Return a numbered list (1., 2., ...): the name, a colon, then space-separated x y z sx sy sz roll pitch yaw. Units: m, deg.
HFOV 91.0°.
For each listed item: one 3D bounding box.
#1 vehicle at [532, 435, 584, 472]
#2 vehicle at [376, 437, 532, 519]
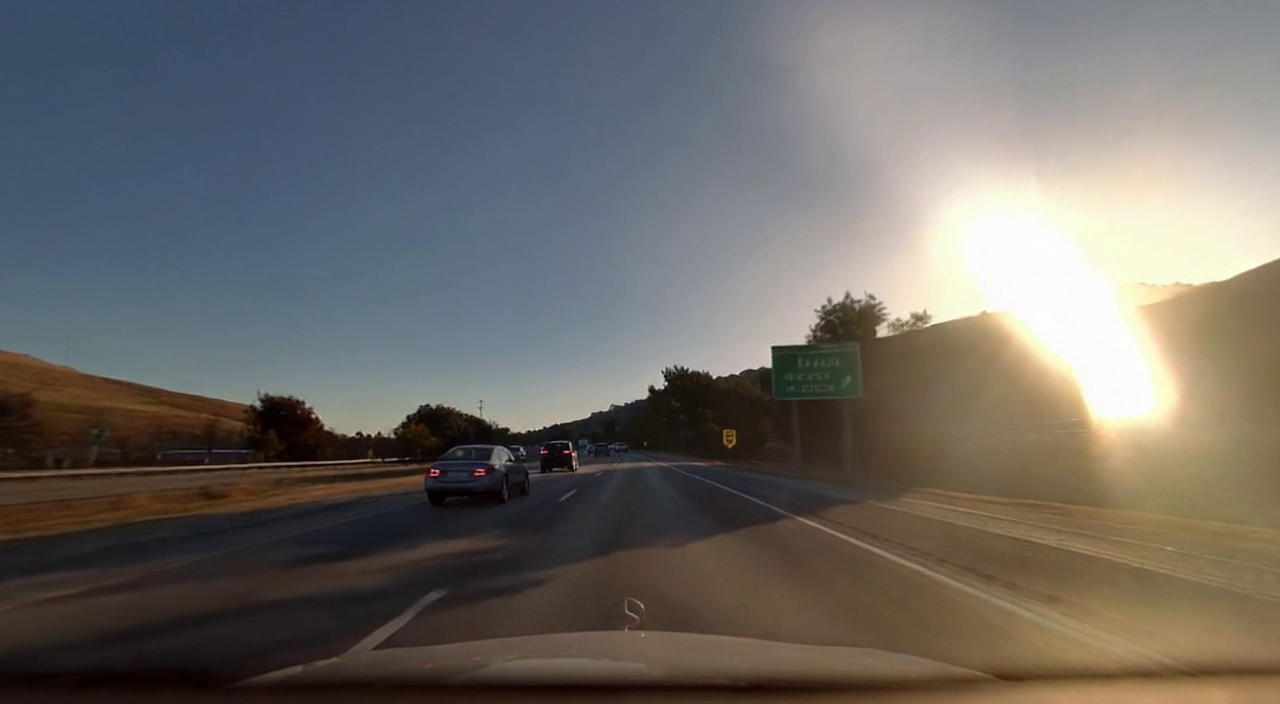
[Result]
1. vehicle: -4.339 5.490 34.046 2.177 1.852 4.427 0 -9 1
2. vehicle: -3.902 2.724 14.194 2.044 1.527 4.607 0 -9 1
